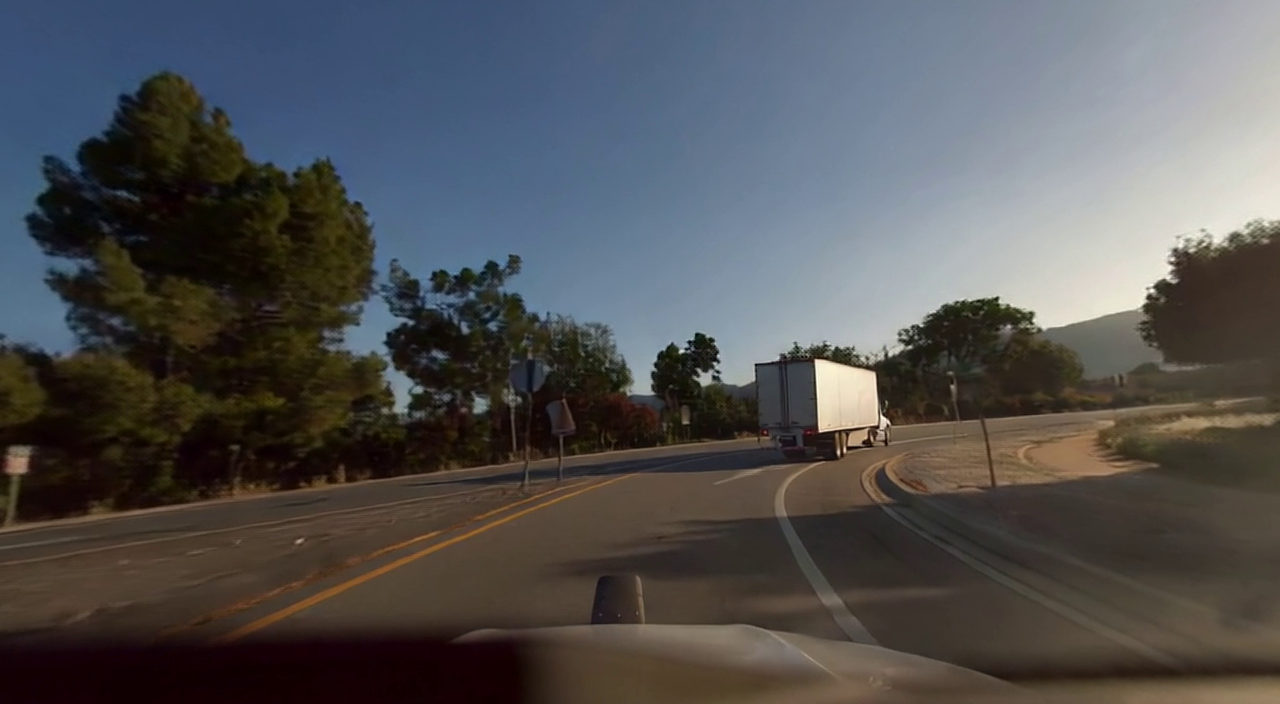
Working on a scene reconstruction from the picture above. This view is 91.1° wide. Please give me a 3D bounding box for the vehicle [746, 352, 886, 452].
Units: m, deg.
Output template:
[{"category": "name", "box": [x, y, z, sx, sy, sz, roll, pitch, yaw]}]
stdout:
[{"category": "vehicle", "box": [8.313, 2.534, 28.335, 2.837, 3.712, 10.484, -5, -9, 33]}]
